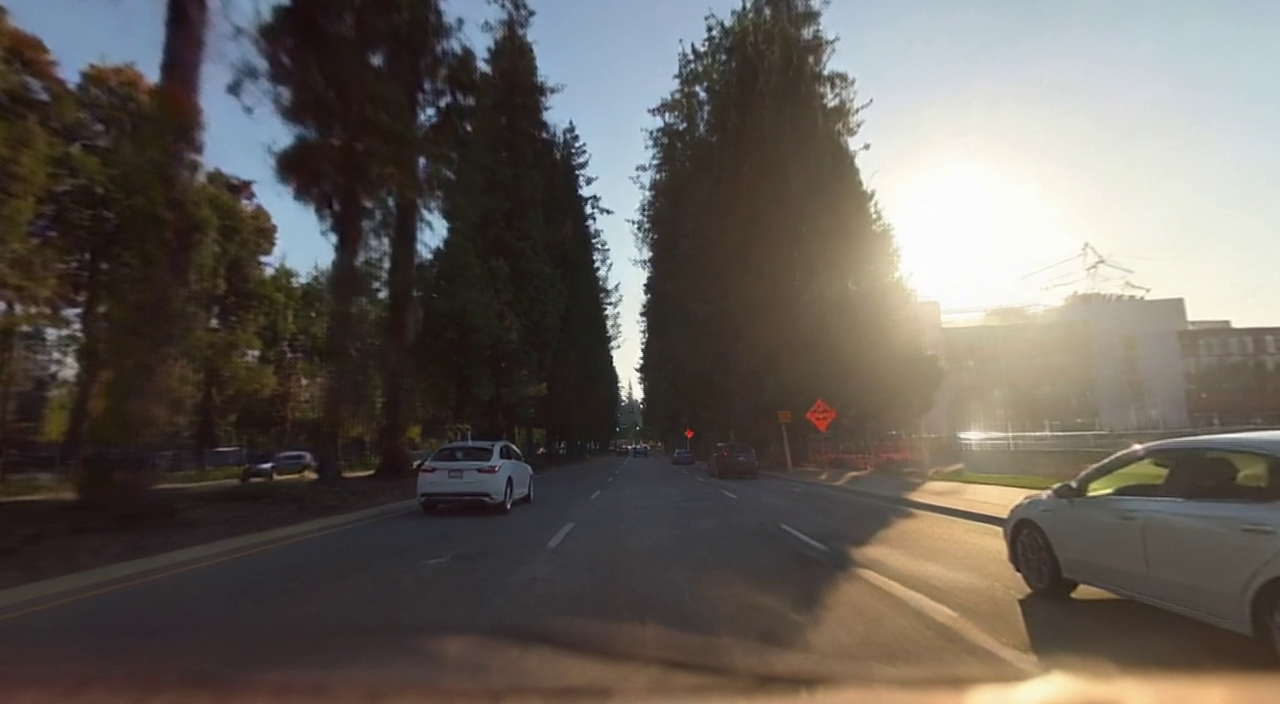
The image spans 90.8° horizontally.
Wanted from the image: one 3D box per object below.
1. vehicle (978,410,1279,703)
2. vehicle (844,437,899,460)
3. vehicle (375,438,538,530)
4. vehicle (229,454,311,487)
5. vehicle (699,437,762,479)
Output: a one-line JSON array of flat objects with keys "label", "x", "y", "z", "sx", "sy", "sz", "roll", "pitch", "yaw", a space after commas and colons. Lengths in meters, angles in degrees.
[{"label": "vehicle", "x": 4.120, "y": 1.165, "z": 3.991, "sx": 1.827, "sy": 1.491, "sz": 3.743, "roll": 0, "pitch": -9, "yaw": -1}, {"label": "vehicle", "x": 17.062, "y": 7.142, "z": 46.796, "sx": 1.941, "sy": 1.559, "sz": 4.633, "roll": 1, "pitch": -9, "yaw": -6}, {"label": "vehicle", "x": -3.363, "y": 2.496, "z": 12.510, "sx": 2.020, "sy": 1.474, "sz": 4.098, "roll": 0, "pitch": -9, "yaw": 0}, {"label": "vehicle", "x": -20.607, "y": 6.562, "z": 35.404, "sx": 1.923, "sy": 1.669, "sz": 4.407, "roll": 0, "pitch": -9, "yaw": 0}, {"label": "vehicle", "x": 4.183, "y": 5.001, "z": 30.033, "sx": 2.159, "sy": 1.793, "sz": 4.735, "roll": 0, "pitch": -9, "yaw": -1}]
